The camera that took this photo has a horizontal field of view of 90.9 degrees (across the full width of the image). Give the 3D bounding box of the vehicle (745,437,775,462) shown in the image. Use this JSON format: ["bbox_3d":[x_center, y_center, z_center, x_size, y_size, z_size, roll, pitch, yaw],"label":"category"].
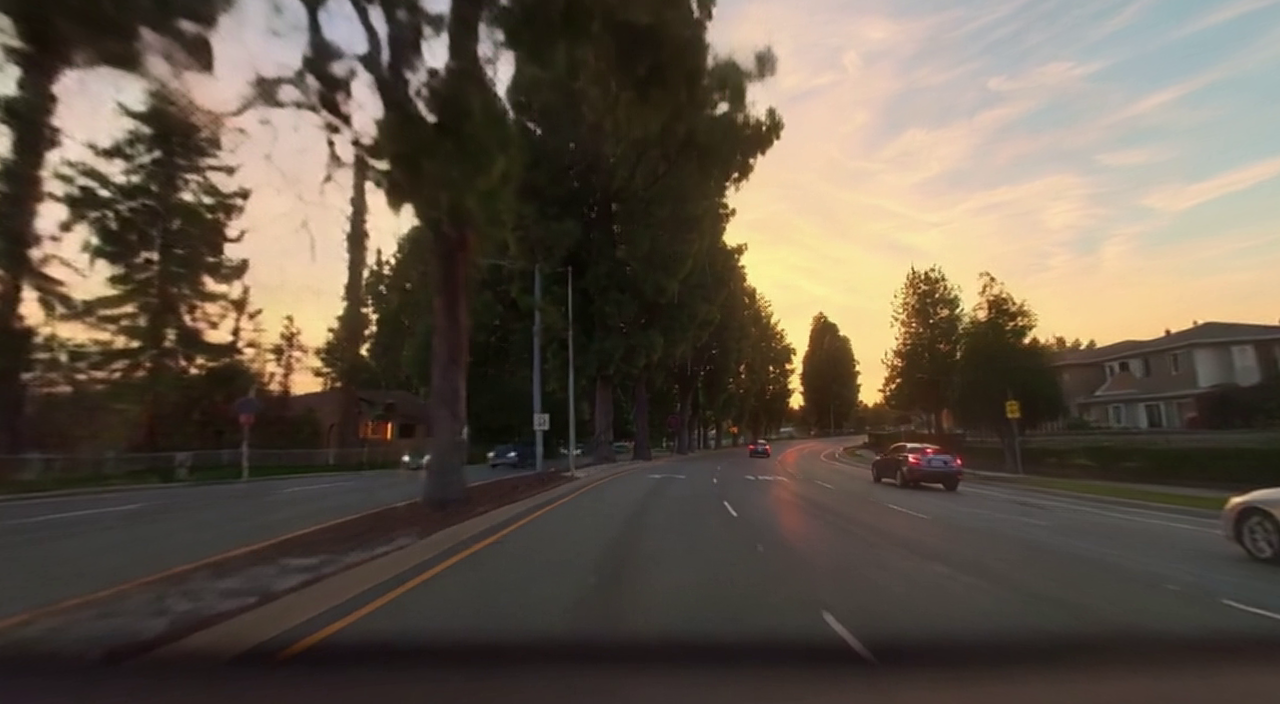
[{"bbox_3d":[8.581,6.971,45.167,1.991,1.684,4.127,-2,-8,10],"label":"vehicle"}]

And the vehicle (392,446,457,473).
[{"bbox_3d":[-12.874,6.415,37.963,1.893,1.474,4.375,-1,-8,8],"label":"vehicle"}]

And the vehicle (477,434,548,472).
[{"bbox_3d":[-6.782,5.426,34.146,2.137,1.828,5.202,-1,-8,8],"label":"vehicle"}]

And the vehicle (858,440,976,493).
[{"bbox_3d":[8.343,3.454,19.477,1.855,1.444,4.389,-1,-8,3],"label":"vehicle"}]
